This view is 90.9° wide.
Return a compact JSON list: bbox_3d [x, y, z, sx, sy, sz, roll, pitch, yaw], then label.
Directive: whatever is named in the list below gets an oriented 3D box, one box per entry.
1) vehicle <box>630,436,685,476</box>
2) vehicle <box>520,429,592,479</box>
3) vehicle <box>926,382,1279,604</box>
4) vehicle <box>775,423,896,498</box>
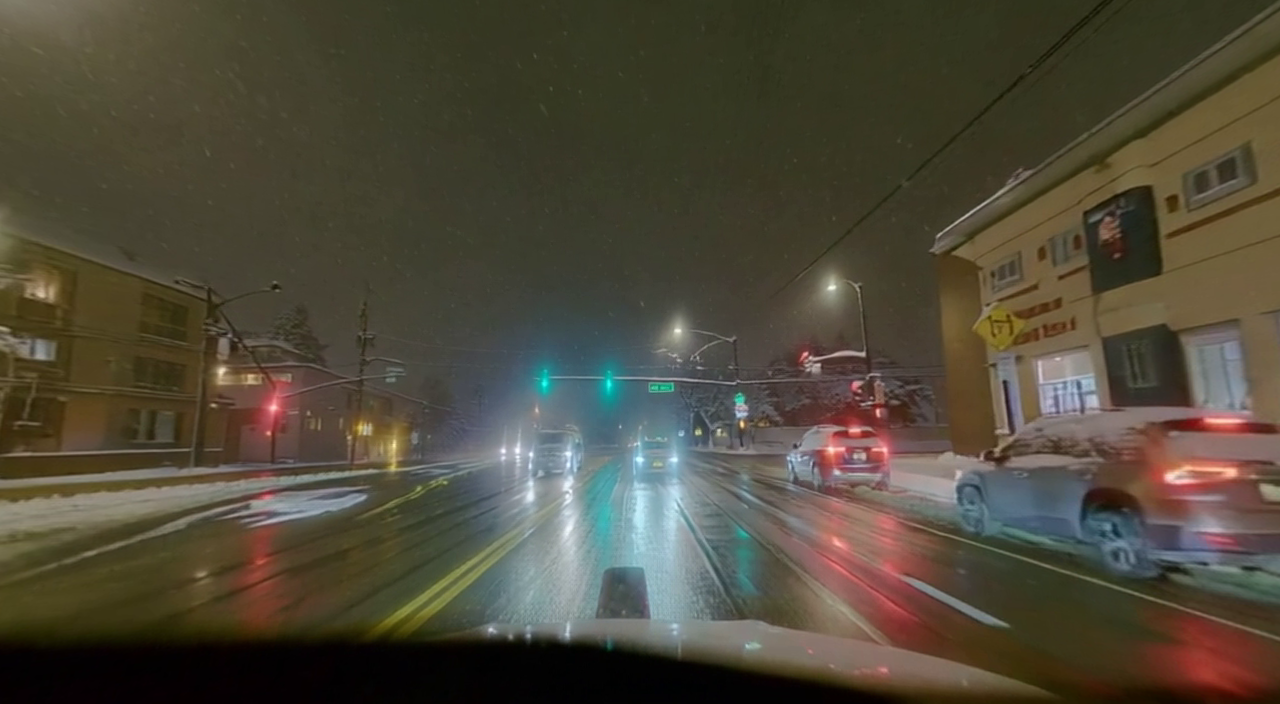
[{"bbox_3d":[0.631,4.215,25.739,2.075,1.480,3.920,0,-8,0],"label":"vehicle"},{"bbox_3d":[-3.147,3.962,24.686,2.150,1.779,4.423,0,-8,1],"label":"vehicle"},{"bbox_3d":[5.599,1.425,7.538,2.069,1.776,4.797,0,-7,0],"label":"vehicle"},{"bbox_3d":[5.744,3.176,19.262,2.112,1.966,4.642,-1,-7,-1],"label":"vehicle"}]
